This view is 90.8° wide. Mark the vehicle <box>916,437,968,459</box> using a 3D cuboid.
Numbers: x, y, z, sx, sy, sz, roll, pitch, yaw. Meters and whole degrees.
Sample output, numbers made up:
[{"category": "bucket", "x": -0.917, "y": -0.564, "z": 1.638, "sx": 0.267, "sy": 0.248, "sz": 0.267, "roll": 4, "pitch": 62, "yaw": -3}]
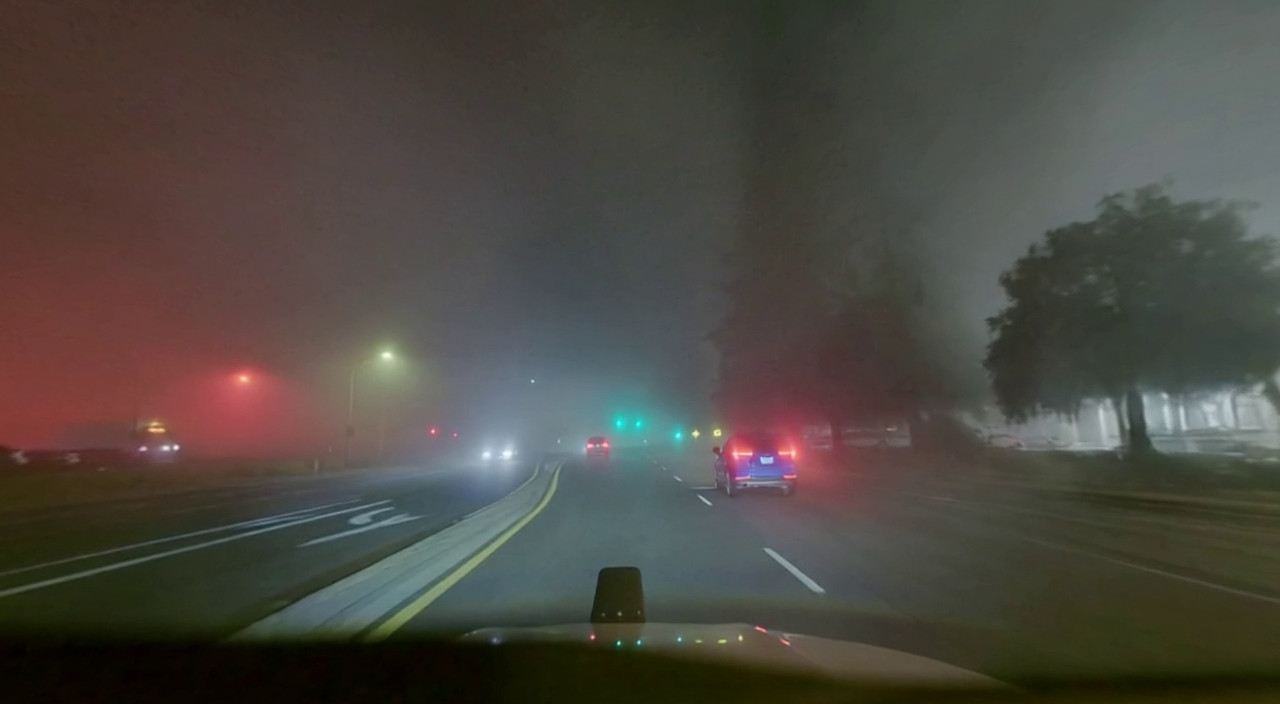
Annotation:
[{"category": "vehicle", "x": 20.581, "y": 6.505, "z": 43.218, "sx": 1.553, "sy": 1.382, "sz": 4.105, "roll": -1, "pitch": -7, "yaw": 0}]

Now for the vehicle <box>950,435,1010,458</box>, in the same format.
[{"category": "vehicle", "x": 23.296, "y": 6.487, "z": 43.504, "sx": 1.815, "sy": 1.517, "sz": 3.962, "roll": 0, "pitch": -8, "yaw": -2}]

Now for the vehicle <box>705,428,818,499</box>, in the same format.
[{"category": "vehicle", "x": 3.126, "y": 2.978, "z": 17.254, "sx": 2.060, "sy": 1.665, "sz": 4.284, "roll": 0, "pitch": -8, "yaw": -2}]

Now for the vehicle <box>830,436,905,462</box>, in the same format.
[{"category": "vehicle", "x": 17.274, "y": 7.342, "z": 47.974, "sx": 4.814, "sy": 1.682, "sz": 2.128, "roll": -1, "pitch": -8, "yaw": -10}]

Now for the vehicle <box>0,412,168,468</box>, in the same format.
[{"category": "vehicle", "x": -33.590, "y": 5.327, "z": 38.318, "sx": 7.388, "sy": 3.256, "sz": 2.750, "roll": 0, "pitch": -8, "yaw": -2}]

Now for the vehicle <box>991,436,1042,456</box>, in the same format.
[{"category": "vehicle", "x": 25.824, "y": 6.470, "z": 43.426, "sx": 1.446, "sy": 1.342, "sz": 3.291, "roll": 0, "pitch": -8, "yaw": 0}]
